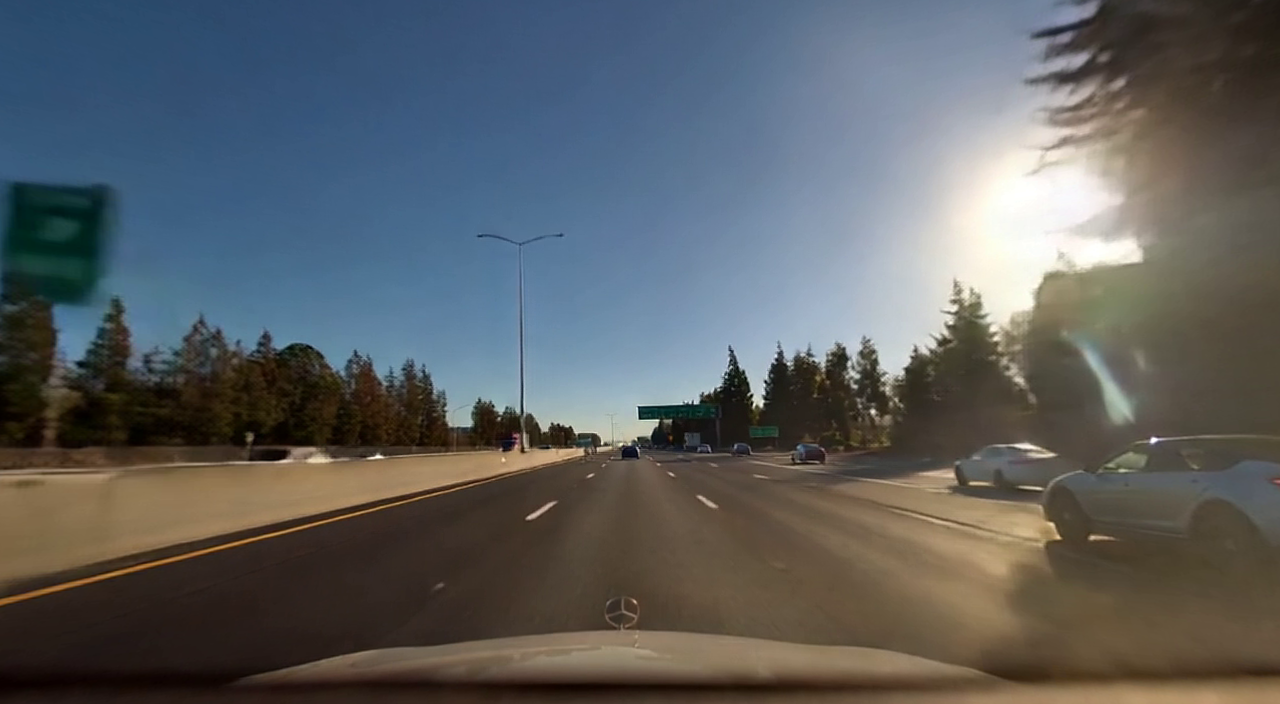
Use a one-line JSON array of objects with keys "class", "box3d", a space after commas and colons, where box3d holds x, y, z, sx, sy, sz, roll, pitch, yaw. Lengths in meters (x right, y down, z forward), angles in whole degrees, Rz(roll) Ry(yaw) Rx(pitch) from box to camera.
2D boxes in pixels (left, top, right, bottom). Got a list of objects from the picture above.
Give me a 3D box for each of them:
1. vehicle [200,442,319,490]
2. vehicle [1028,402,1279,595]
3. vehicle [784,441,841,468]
[{"class": "vehicle", "box3d": [-10.905, 3.251, 18.367, 1.491, 1.186, 3.271, 1, -8, -2]}, {"class": "vehicle", "box3d": [6.625, 1.466, 6.739, 2.027, 1.679, 4.543, 0, -8, -1]}, {"class": "vehicle", "box3d": [10.477, 6.292, 38.833, 1.962, 1.536, 4.945, 0, -8, -2]}]
